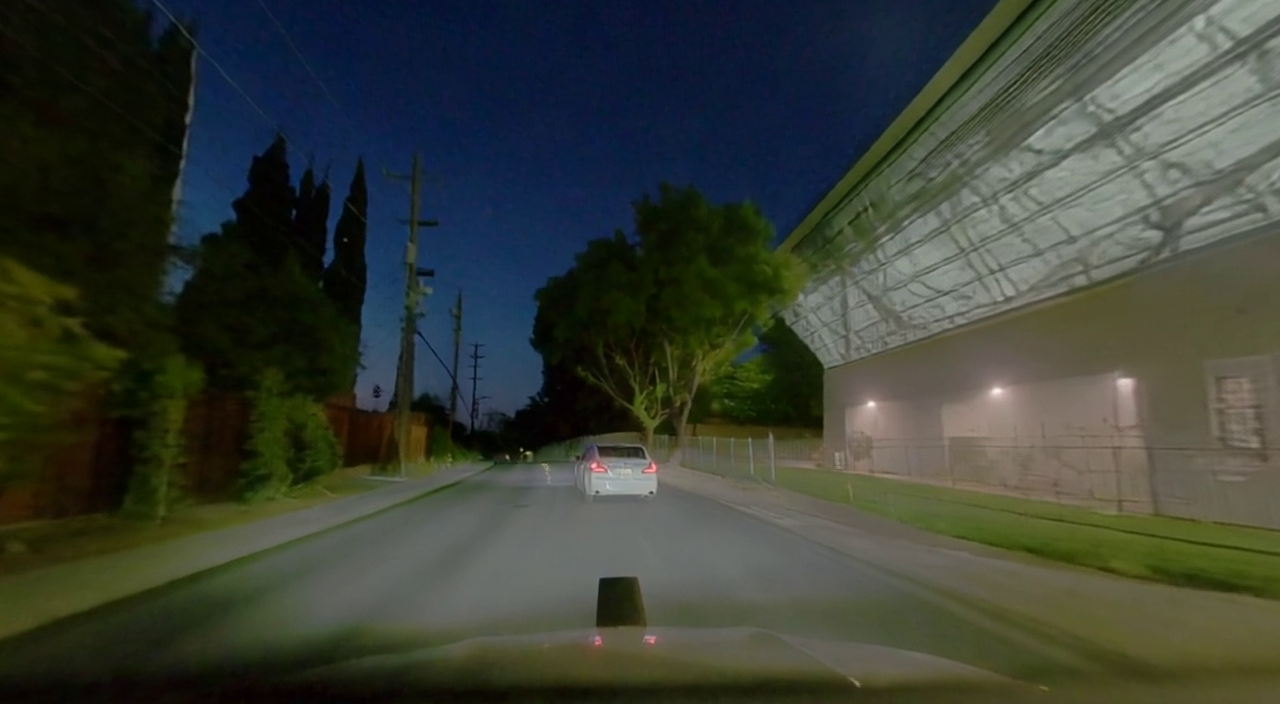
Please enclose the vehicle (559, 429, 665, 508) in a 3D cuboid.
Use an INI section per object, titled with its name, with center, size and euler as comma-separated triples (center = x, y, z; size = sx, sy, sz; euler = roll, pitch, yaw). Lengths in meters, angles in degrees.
[vehicle]
center = -0.739, 2.553, 14.285
size = 2.060, 1.487, 3.920
euler = 0, -8, -6
